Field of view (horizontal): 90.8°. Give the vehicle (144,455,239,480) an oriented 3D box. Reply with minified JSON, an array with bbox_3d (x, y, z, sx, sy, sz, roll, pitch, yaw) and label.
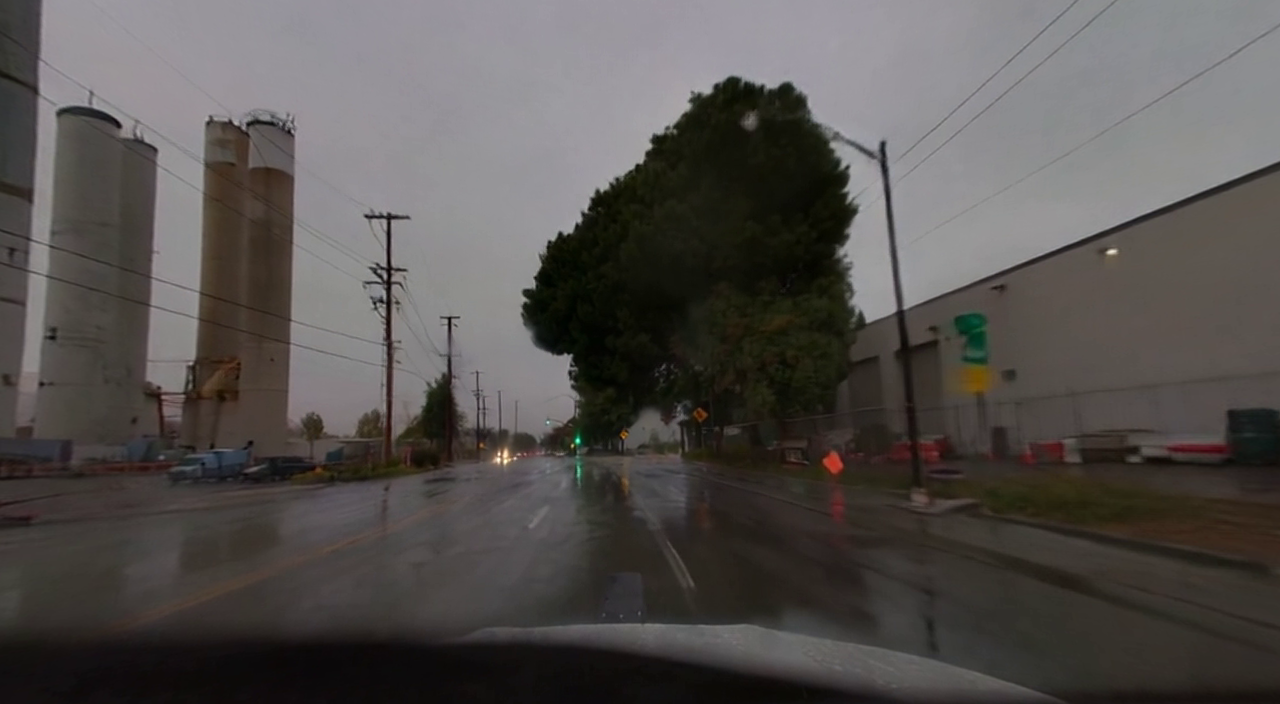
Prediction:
[{"bbox_3d":[-26.894,6.921,37.982,4.184,1.411,1.855,1,-9,-6],"label":"vehicle"}]
